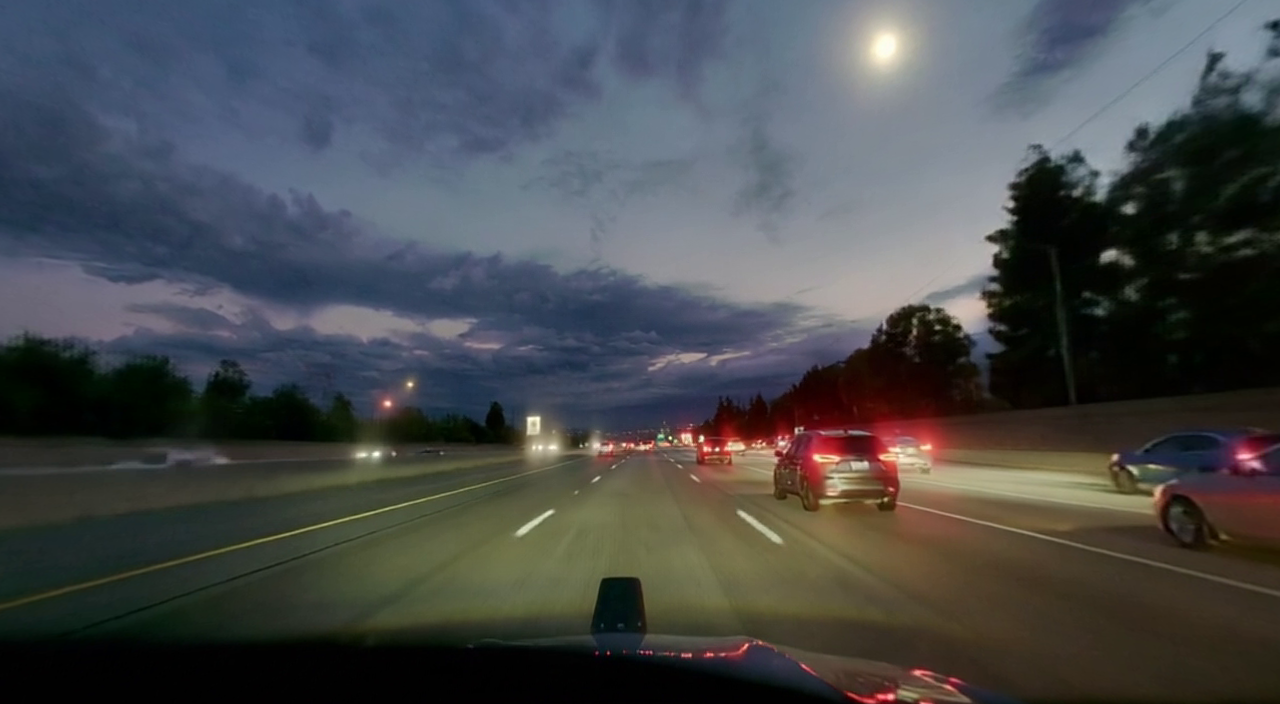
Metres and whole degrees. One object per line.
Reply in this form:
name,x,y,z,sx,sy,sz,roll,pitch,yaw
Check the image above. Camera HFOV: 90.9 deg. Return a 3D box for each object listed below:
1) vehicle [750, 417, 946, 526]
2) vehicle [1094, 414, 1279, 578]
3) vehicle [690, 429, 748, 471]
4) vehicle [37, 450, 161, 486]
vehicle,3.575,2.155,11.923,2.146,1.639,4.475,0,-8,0
vehicle,6.999,1.336,5.835,1.988,1.518,4.856,0,-8,1
vehicle,4.121,5.210,33.828,2.442,2.022,5.466,0,-8,0
vehicle,-24.949,5.328,29.329,1.821,1.492,4.347,-1,-8,2
